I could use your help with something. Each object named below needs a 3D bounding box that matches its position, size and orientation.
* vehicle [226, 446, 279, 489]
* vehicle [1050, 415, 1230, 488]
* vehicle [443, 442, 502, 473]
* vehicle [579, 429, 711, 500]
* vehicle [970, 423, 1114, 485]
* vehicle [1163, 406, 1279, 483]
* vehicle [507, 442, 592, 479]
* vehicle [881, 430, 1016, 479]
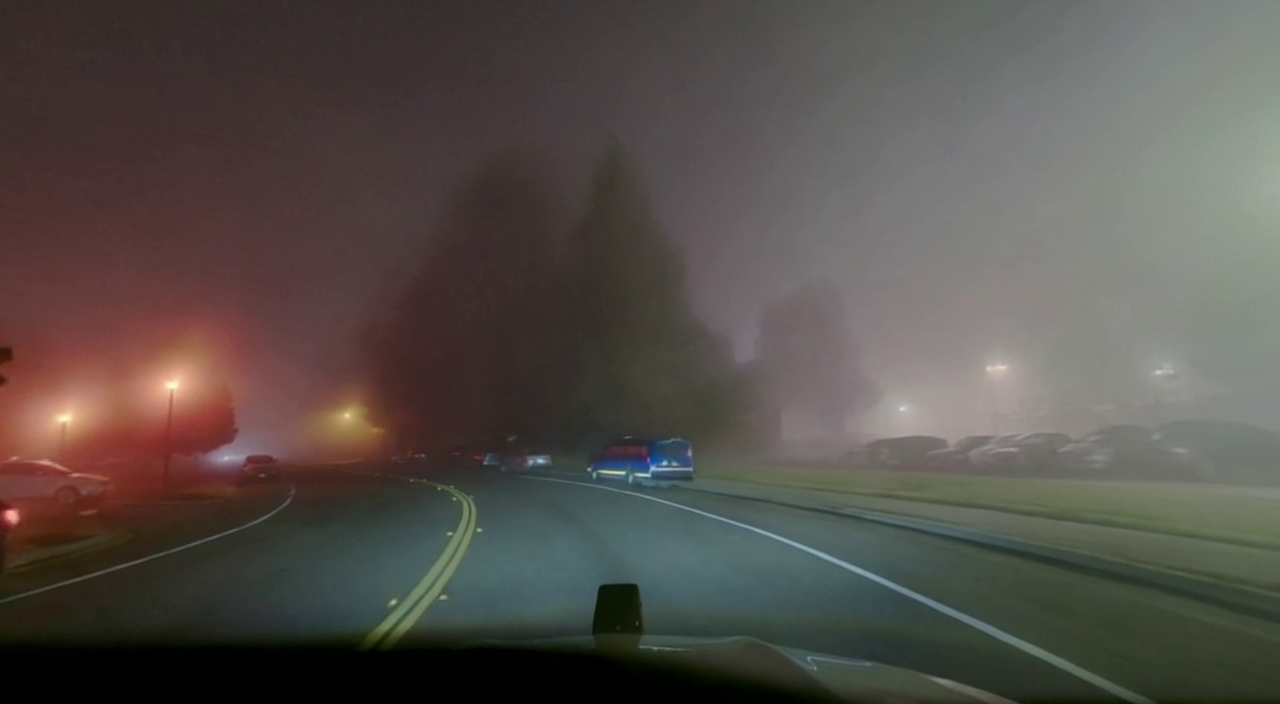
[{"bbox_3d":[-20.019,5.850,32.585,2.154,1.870,5.118,2,-8,-32],"label":"vehicle"},{"bbox_3d":[13.675,2.634,17.277,4.372,1.723,2.229,3,-8,-29],"label":"vehicle"},{"bbox_3d":[-10.248,6.361,38.401,2.055,1.731,4.686,5,-10,-32],"label":"vehicle"},{"bbox_3d":[-0.028,3.361,19.808,2.042,1.817,5.202,3,-7,-25],"label":"vehicle"},{"bbox_3d":[12.461,3.126,19.544,4.243,1.470,2.010,0,-9,-33],"label":"vehicle"},{"bbox_3d":[15.057,2.193,15.028,5.110,1.570,2.206,5,-10,-30],"label":"vehicle"},{"bbox_3d":[-4.202,4.875,28.802,2.053,1.519,4.611,5,-10,-32],"label":"vehicle"},{"bbox_3d":[10.532,3.455,21.536,4.225,1.517,2.036,5,-10,-31],"label":"vehicle"}]
